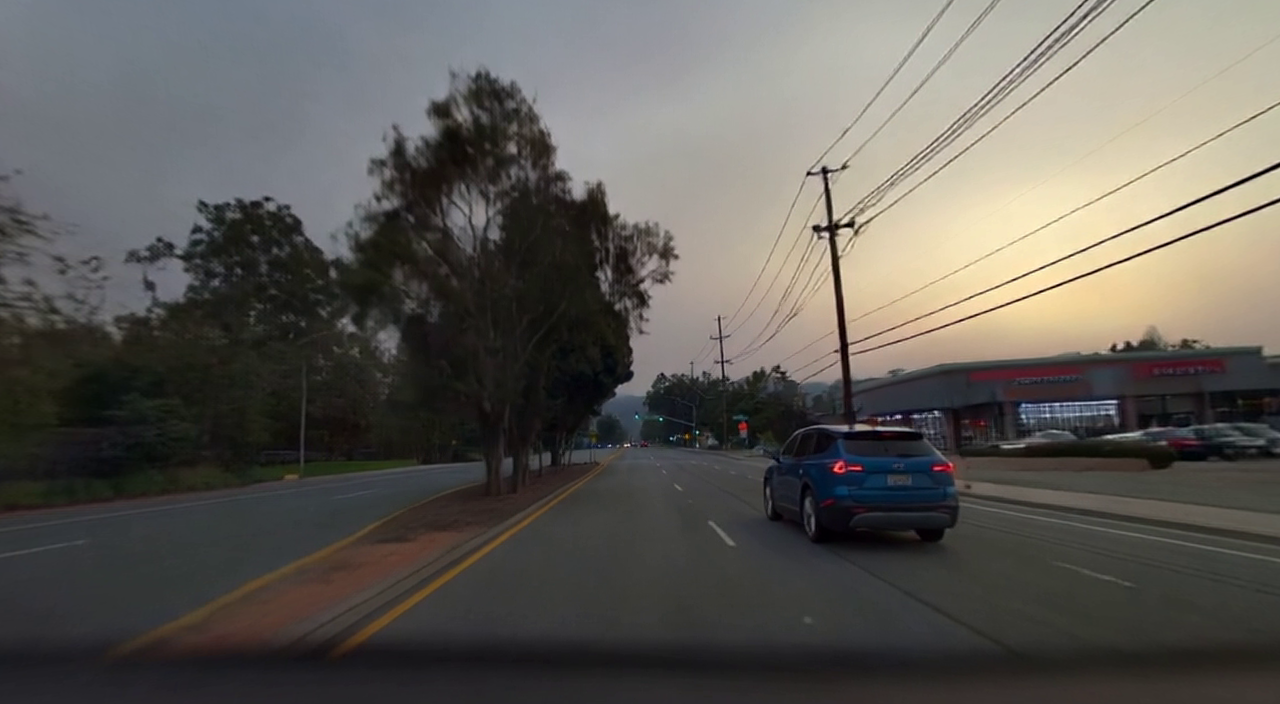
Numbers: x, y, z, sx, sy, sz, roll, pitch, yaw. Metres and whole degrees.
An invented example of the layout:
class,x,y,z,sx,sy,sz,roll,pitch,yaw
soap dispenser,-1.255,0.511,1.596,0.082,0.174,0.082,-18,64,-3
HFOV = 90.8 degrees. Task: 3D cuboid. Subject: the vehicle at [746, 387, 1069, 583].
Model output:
class,x,y,z,sx,sy,sz,roll,pitch,yaw
vehicle,2.904,1.587,8.324,2.060,1.820,4.713,0,-9,-1
